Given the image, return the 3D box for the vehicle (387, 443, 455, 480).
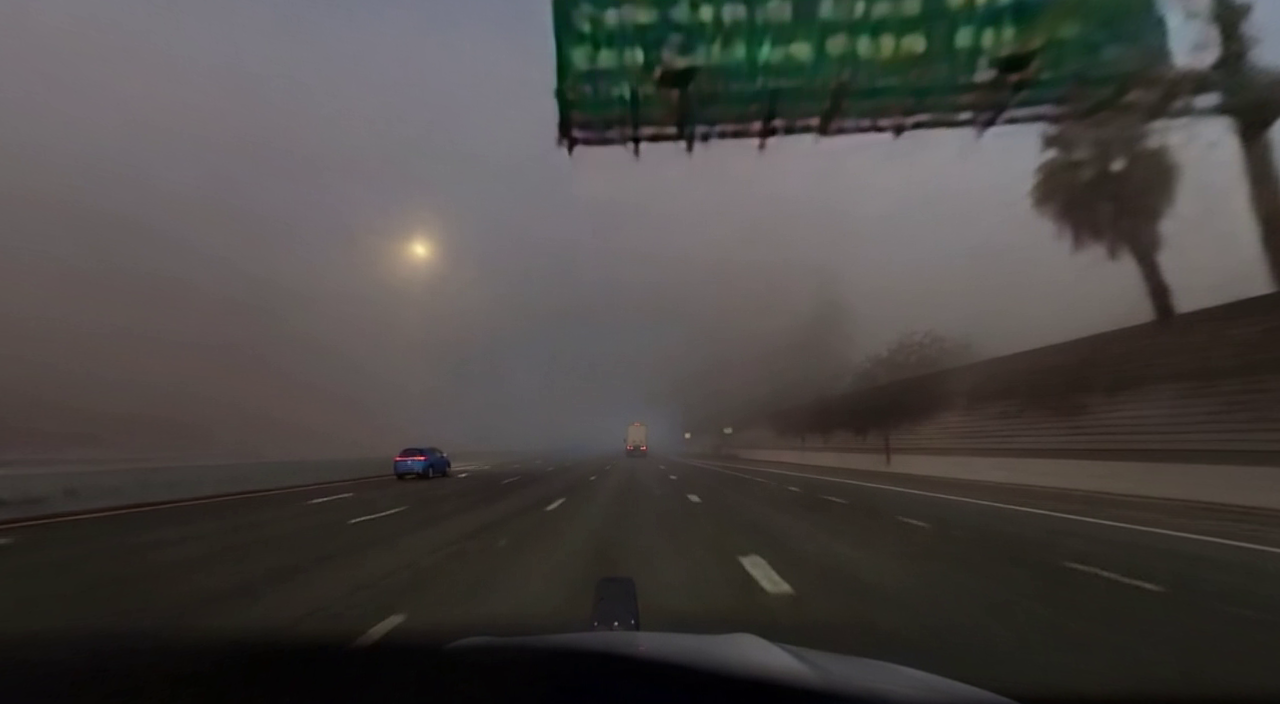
[{"bbox_3d":[-10.729,5.377,31.262,1.897,1.653,4.113,0,-9,0],"label":"vehicle"}]
